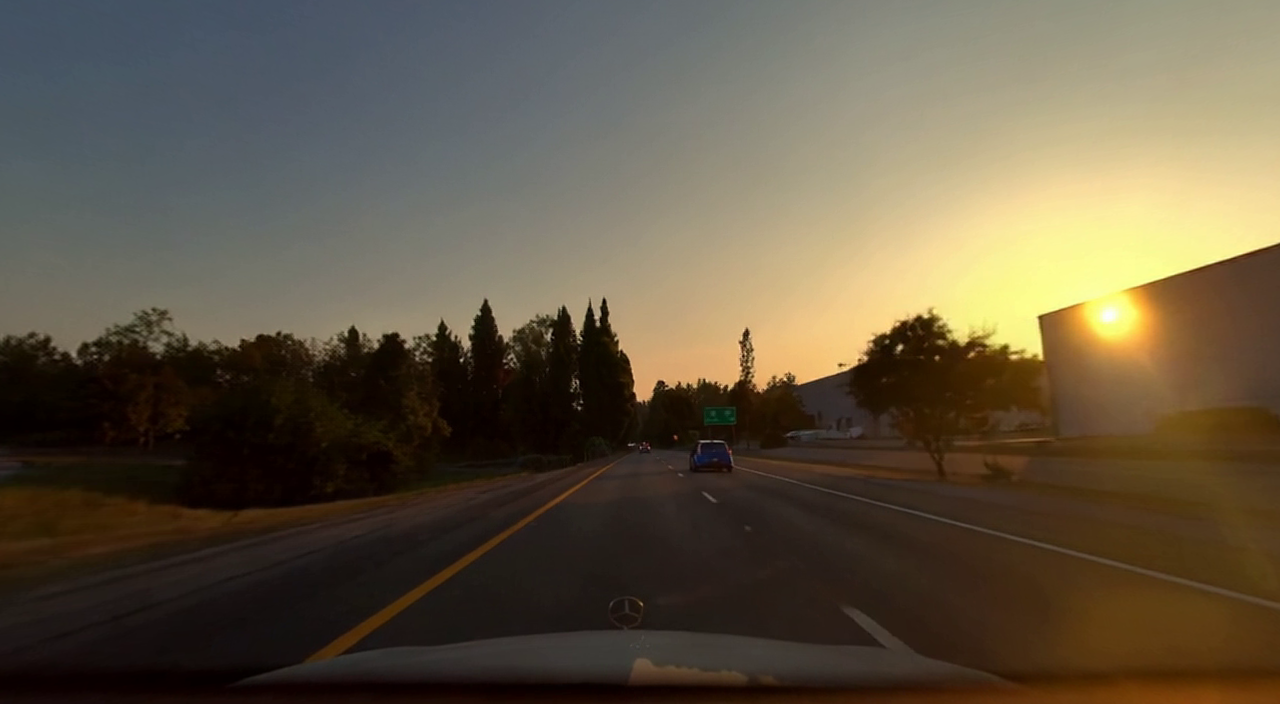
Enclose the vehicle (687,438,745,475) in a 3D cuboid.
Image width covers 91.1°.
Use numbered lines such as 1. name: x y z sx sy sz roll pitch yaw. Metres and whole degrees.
1. vehicle: 3.393 4.763 28.800 2.079 1.531 3.997 0 -8 -1
